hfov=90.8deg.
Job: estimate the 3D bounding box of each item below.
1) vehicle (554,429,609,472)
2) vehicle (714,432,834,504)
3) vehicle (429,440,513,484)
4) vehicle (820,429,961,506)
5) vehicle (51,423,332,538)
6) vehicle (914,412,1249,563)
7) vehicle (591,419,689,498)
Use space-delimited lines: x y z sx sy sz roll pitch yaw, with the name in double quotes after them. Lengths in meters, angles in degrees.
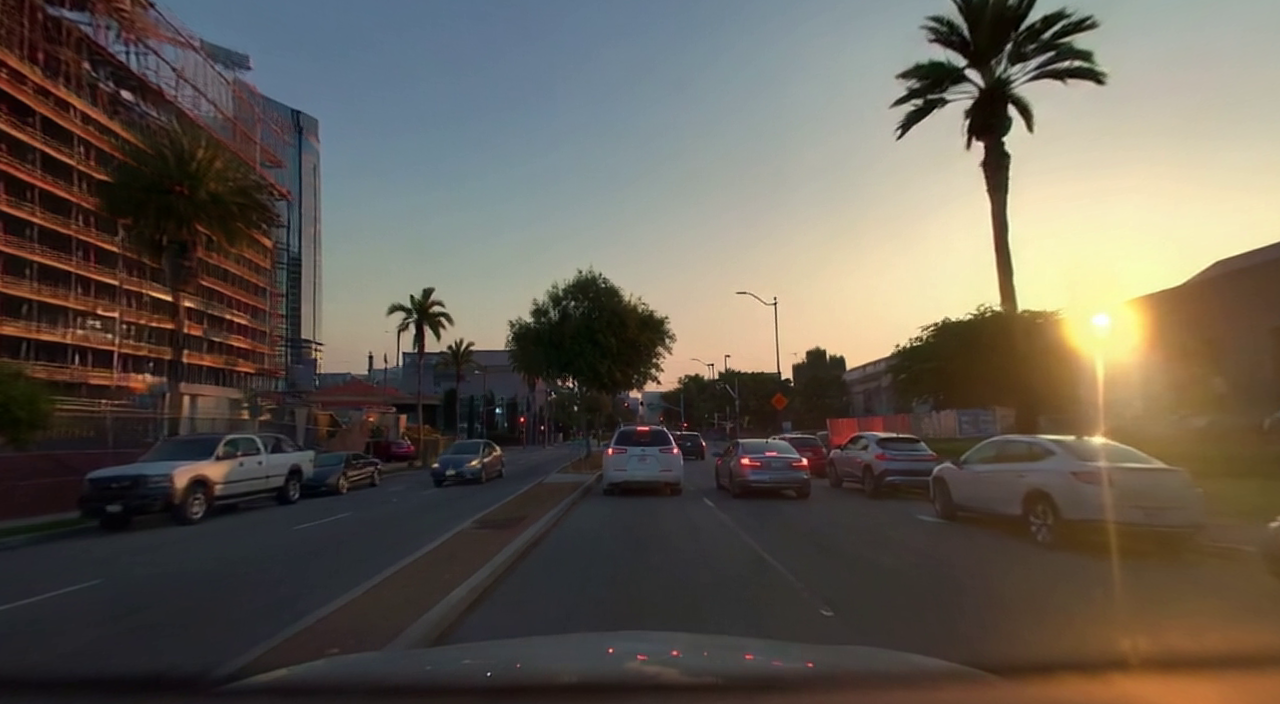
-2.660 4.648 29.954 2.180 1.879 4.452 0 -8 0 "vehicle"
3.079 2.753 15.393 1.999 1.487 3.939 0 -8 -1 "vehicle"
-6.264 4.126 23.971 2.020 1.486 4.363 0 -8 0 "vehicle"
6.155 2.830 16.125 1.819 1.672 4.139 0 -7 -1 "vehicle"
-10.024 2.975 15.061 2.294 1.948 6.025 -6 -10 0 "vehicle"
6.336 1.971 9.952 1.886 1.792 4.525 0 -8 -1 "vehicle"
-0.009 2.788 16.821 2.264 1.798 4.258 0 -8 0 "vehicle"
